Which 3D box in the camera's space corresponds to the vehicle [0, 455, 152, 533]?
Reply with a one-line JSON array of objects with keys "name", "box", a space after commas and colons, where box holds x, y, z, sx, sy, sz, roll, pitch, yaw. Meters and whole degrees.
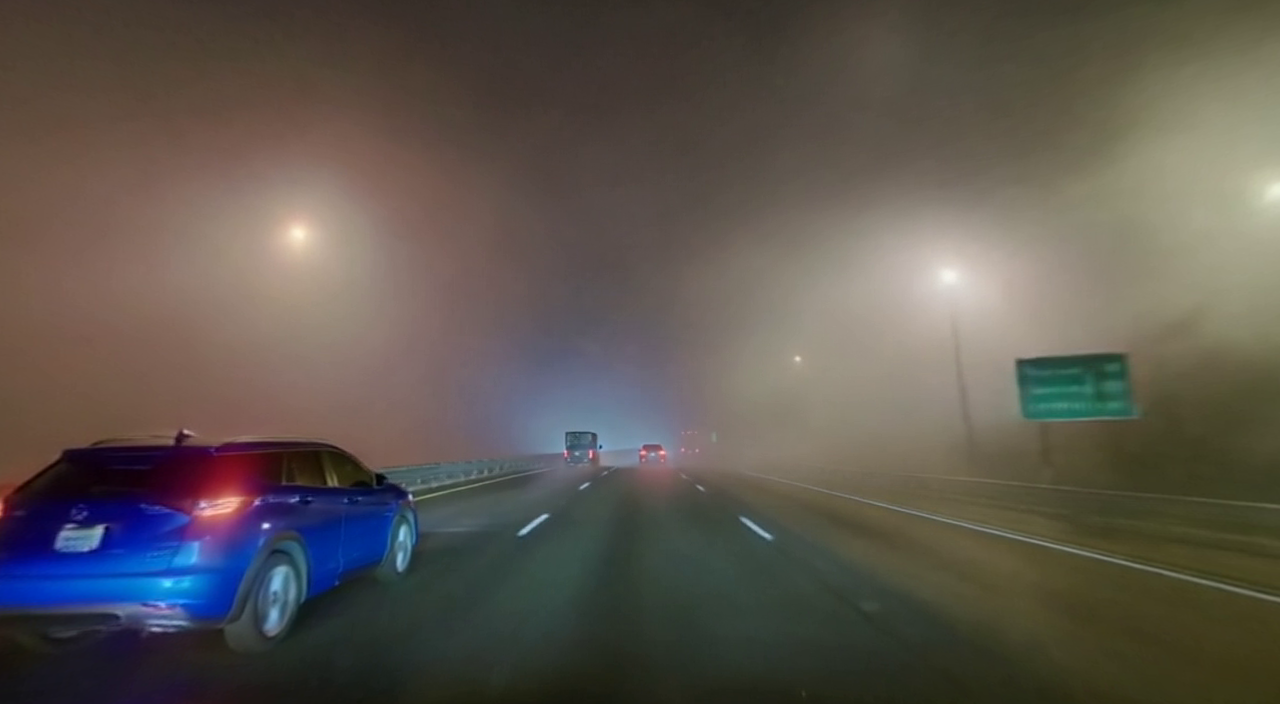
[{"name": "vehicle", "box": [-13.717, 3.083, 14.049, 1.911, 1.499, 4.586, 0, -9, 1]}]

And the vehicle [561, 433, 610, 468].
[{"name": "vehicle", "box": [-3.052, 5.714, 36.540, 2.264, 1.901, 4.647, 0, -9, 2]}]

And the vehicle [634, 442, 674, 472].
[{"name": "vehicle", "box": [0.772, 5.767, 34.892, 2.086, 1.548, 4.325, 0, -9, 1]}]

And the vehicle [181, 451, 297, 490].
[{"name": "vehicle", "box": [-17.702, 5.218, 28.161, 1.950, 1.538, 4.798, 0, -9, 1]}]
